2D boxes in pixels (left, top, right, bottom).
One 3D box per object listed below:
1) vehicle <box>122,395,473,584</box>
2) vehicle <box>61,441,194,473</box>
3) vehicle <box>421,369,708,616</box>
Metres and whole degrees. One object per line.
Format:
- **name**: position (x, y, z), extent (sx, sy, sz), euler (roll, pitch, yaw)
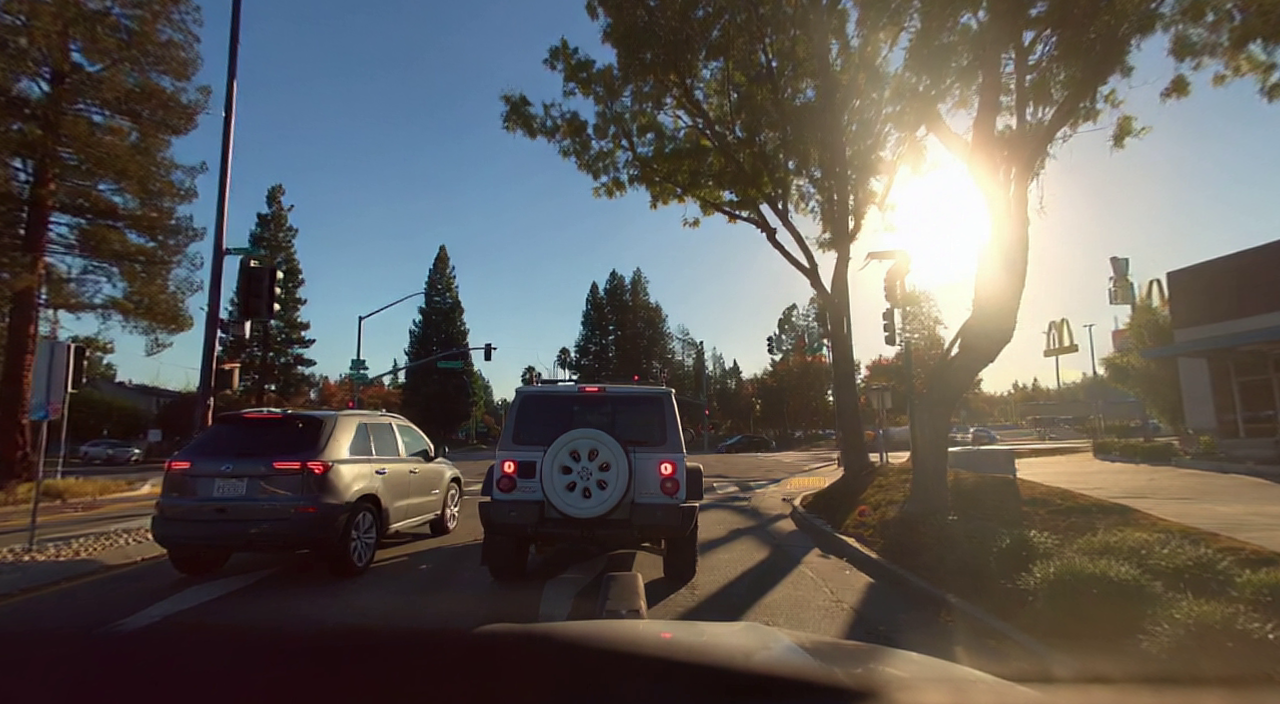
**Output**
- **vehicle**: position (-3.914, 1.665, 8.429), extent (2.130, 1.819, 4.497), euler (0, -8, 0)
- **vehicle**: position (-25.249, 5.183, 31.368), extent (4.713, 1.445, 1.887), euler (4, -9, -24)
- **vehicle**: position (-0.630, 1.434, 7.342), extent (2.224, 1.923, 4.643), euler (0, -8, -1)
